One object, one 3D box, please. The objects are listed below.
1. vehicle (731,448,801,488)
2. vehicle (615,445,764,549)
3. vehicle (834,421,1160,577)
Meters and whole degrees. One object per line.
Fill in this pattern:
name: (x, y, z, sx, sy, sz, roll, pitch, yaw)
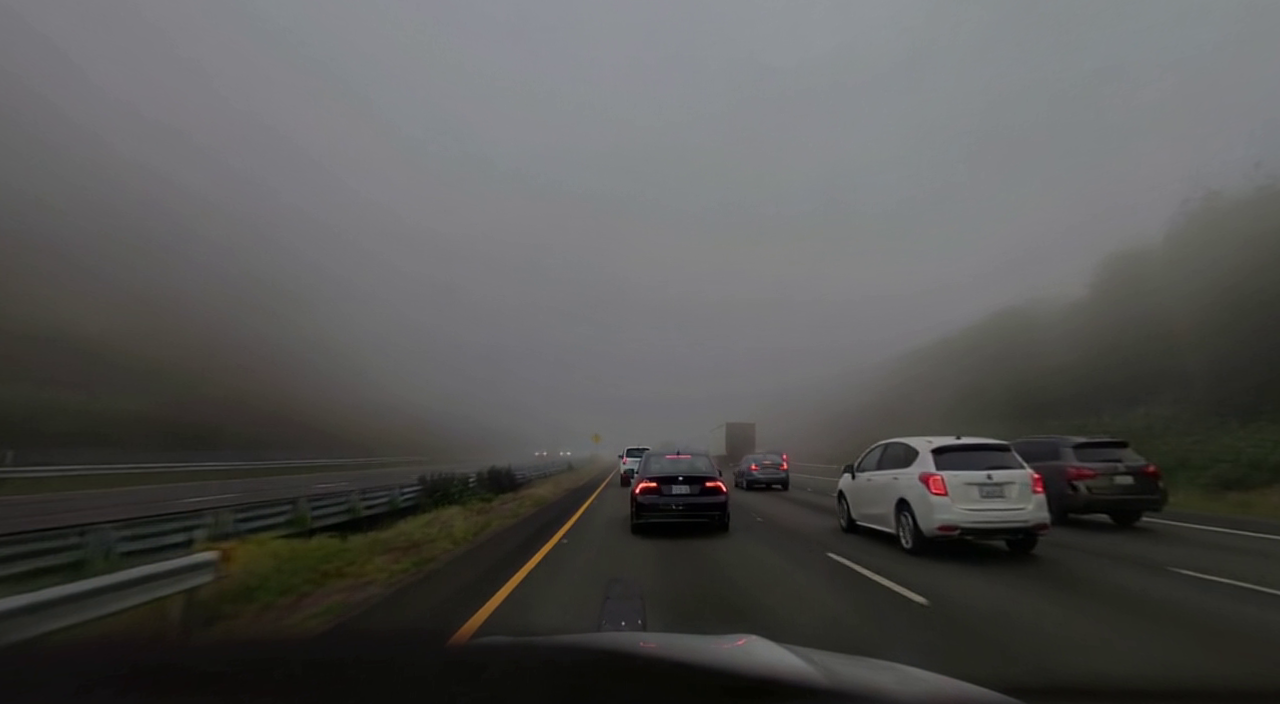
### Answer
vehicle: (5.134, 4.786, 26.302, 1.908, 1.500, 4.157, 0, -9, -2)
vehicle: (0.663, 2.332, 10.770, 2.094, 1.426, 3.725, 0, -9, -1)
vehicle: (4.599, 1.959, 9.208, 1.998, 1.657, 4.604, 0, -9, -1)
